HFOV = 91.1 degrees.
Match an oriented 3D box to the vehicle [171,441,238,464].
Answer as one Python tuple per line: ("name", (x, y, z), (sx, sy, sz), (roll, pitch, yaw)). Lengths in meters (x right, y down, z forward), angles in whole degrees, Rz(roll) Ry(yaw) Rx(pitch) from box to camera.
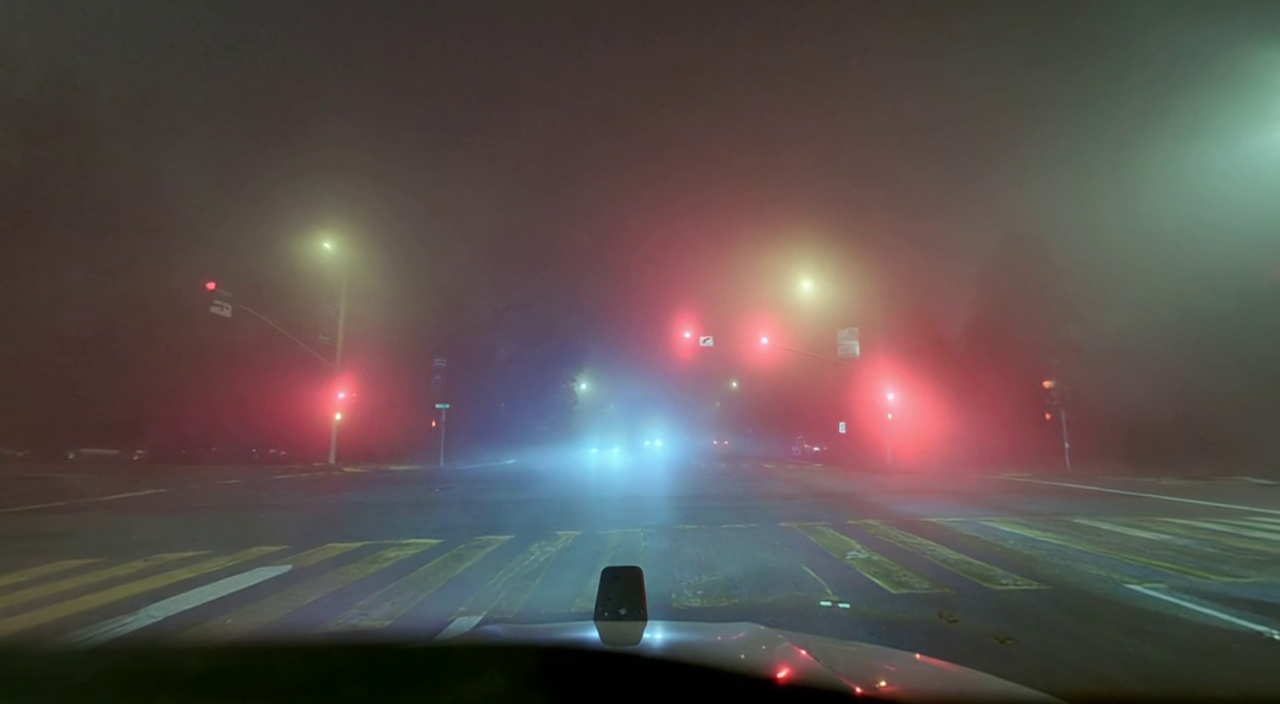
("vehicle", (-29.099, 6.707, 42.094), (1.696, 1.431, 3.686), (-1, -8, 3))
